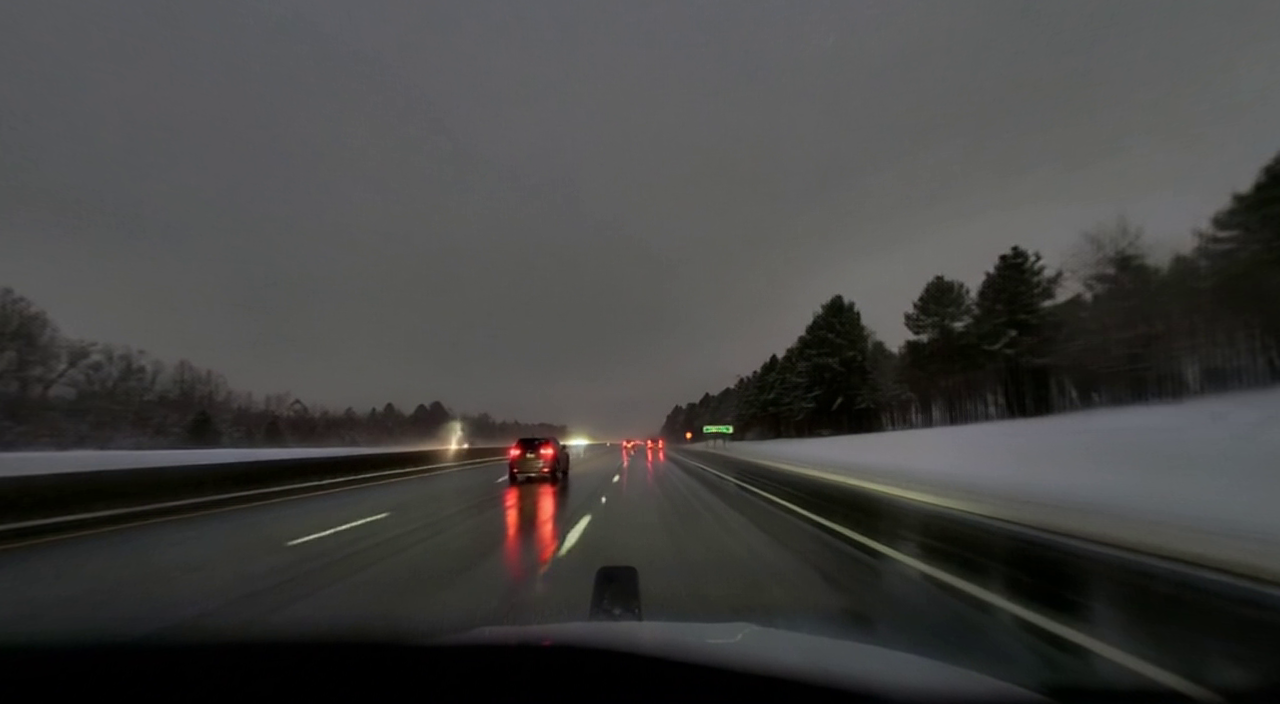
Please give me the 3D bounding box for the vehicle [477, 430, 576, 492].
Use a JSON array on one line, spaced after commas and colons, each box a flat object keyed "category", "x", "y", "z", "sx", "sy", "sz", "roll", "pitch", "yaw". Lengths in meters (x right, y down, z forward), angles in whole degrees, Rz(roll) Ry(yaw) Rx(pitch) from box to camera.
[{"category": "vehicle", "x": -3.174, "y": 3.118, "z": 18.508, "sx": 2.039, "sy": 1.589, "sz": 4.324, "roll": 0, "pitch": -8, "yaw": 1}]
